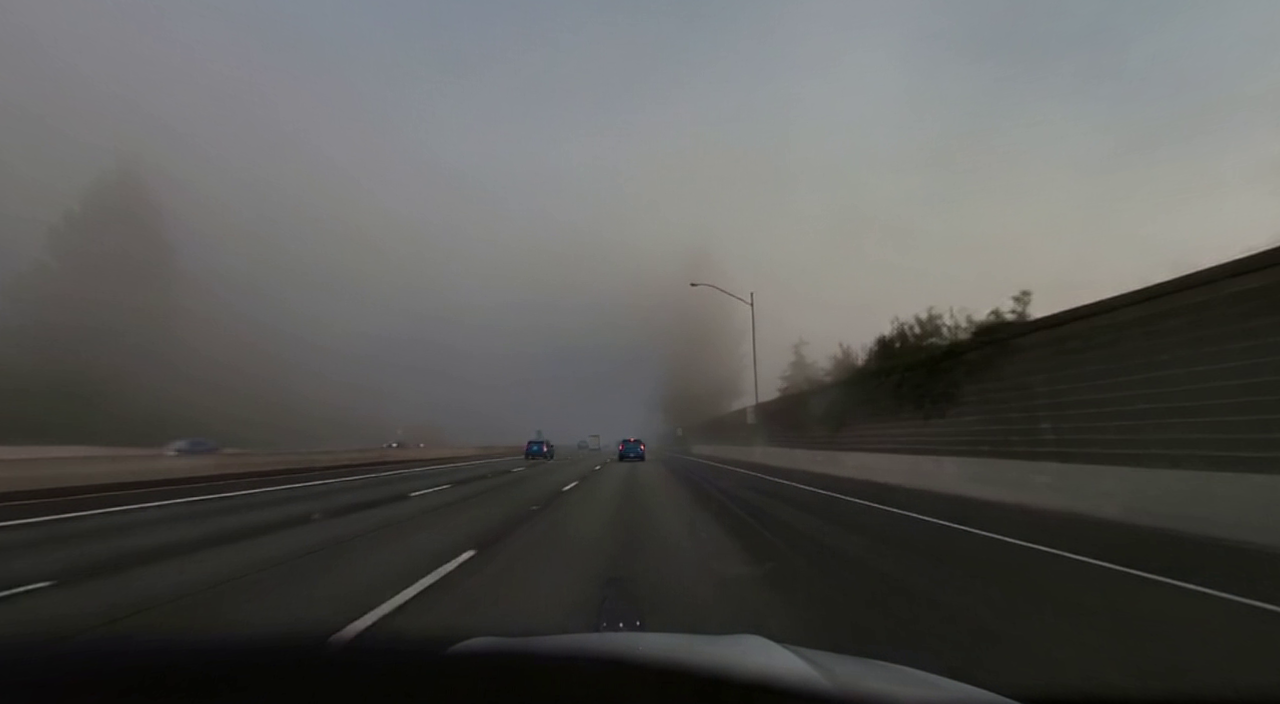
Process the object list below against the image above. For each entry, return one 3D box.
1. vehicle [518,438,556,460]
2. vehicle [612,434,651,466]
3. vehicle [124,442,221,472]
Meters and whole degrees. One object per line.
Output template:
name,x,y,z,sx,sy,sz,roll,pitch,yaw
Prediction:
vehicle,-7.506,7.169,46.439,2.019,1.523,4.396,0,-8,1
vehicle,-0.469,5.665,36.423,2.141,1.706,4.065,0,-8,0
vehicle,-25.266,5.667,34.279,1.822,1.531,4.471,0,-8,0
